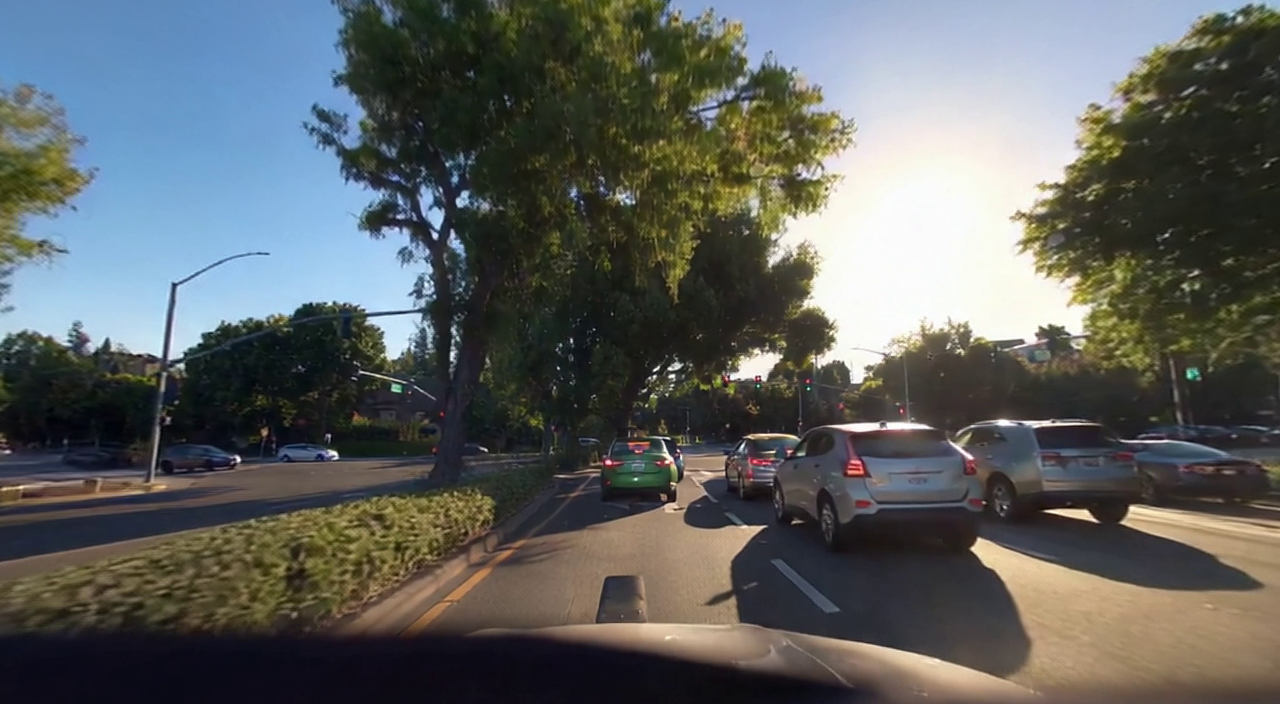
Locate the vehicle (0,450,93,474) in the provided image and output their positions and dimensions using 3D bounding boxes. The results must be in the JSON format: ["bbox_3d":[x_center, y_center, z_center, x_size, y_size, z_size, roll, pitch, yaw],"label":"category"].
[{"bbox_3d":[-38.530,7.126,40.973,4.630,1.441,1.923,-1,-9,9],"label":"vehicle"}]

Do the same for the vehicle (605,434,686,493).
[{"bbox_3d":[0.187,3.107,17.960,2.026,1.458,4.175,0,-9,1],"label":"vehicle"}]

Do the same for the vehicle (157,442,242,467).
[{"bbox_3d":[-29.954,6.942,43.003,4.517,1.637,1.935,-1,-9,8],"label":"vehicle"}]

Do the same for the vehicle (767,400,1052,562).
[{"bbox_3d":[3.478,1.796,9.523,2.111,1.780,4.990,0,-9,1],"label":"vehicle"}]

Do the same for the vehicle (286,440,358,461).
[{"bbox_3d":[-24.444,7.588,48.602,4.670,1.542,1.861,-1,-9,8],"label":"vehicle"}]

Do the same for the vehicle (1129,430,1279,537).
[{"bbox_3d":[10.332,2.016,9.830,1.919,1.549,4.452,0,-9,1],"label":"vehicle"}]

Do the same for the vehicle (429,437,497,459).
[{"bbox_3d":[-12.457,6.798,44.627,4.076,1.498,2.175,0,-9,1],"label":"vehicle"}]
